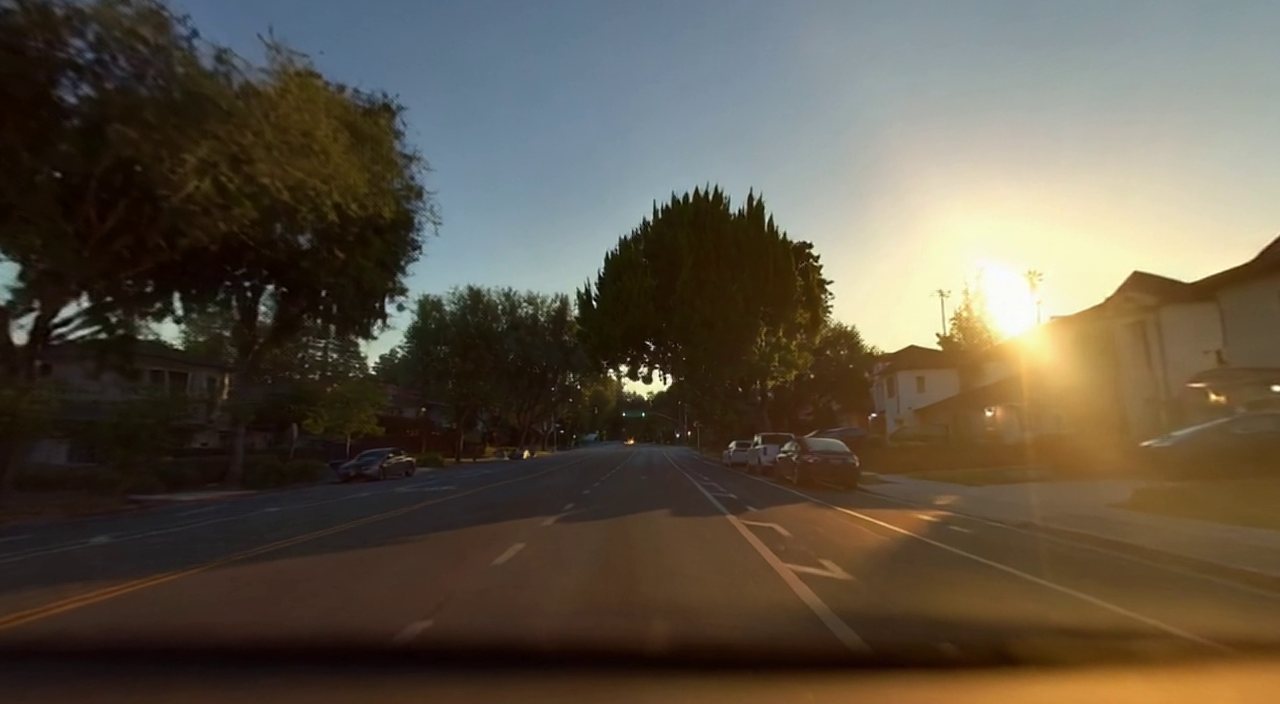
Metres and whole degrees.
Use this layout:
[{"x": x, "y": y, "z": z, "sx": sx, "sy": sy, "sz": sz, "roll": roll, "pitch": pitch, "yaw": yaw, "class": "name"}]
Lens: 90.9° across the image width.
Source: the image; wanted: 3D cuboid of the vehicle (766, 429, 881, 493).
[{"x": 5.161, "y": 3.129, "z": 18.576, "sx": 1.885, "sy": 1.603, "sz": 5.235, "roll": 0, "pitch": -8, "yaw": 1, "class": "vehicle"}]

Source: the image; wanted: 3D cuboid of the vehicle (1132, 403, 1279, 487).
[{"x": 14.118, "y": 2.007, "z": 13.757, "sx": 4.902, "sy": 1.667, "sz": 2.162, "roll": 0, "pitch": -8, "yaw": 0, "class": "vehicle"}]

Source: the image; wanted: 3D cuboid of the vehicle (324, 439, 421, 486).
[{"x": -11.529, "y": 4.762, "z": 27.603, "sx": 2.054, "sy": 1.704, "sz": 4.710, "roll": -3, "pitch": -7, "yaw": 3, "class": "vehicle"}]
